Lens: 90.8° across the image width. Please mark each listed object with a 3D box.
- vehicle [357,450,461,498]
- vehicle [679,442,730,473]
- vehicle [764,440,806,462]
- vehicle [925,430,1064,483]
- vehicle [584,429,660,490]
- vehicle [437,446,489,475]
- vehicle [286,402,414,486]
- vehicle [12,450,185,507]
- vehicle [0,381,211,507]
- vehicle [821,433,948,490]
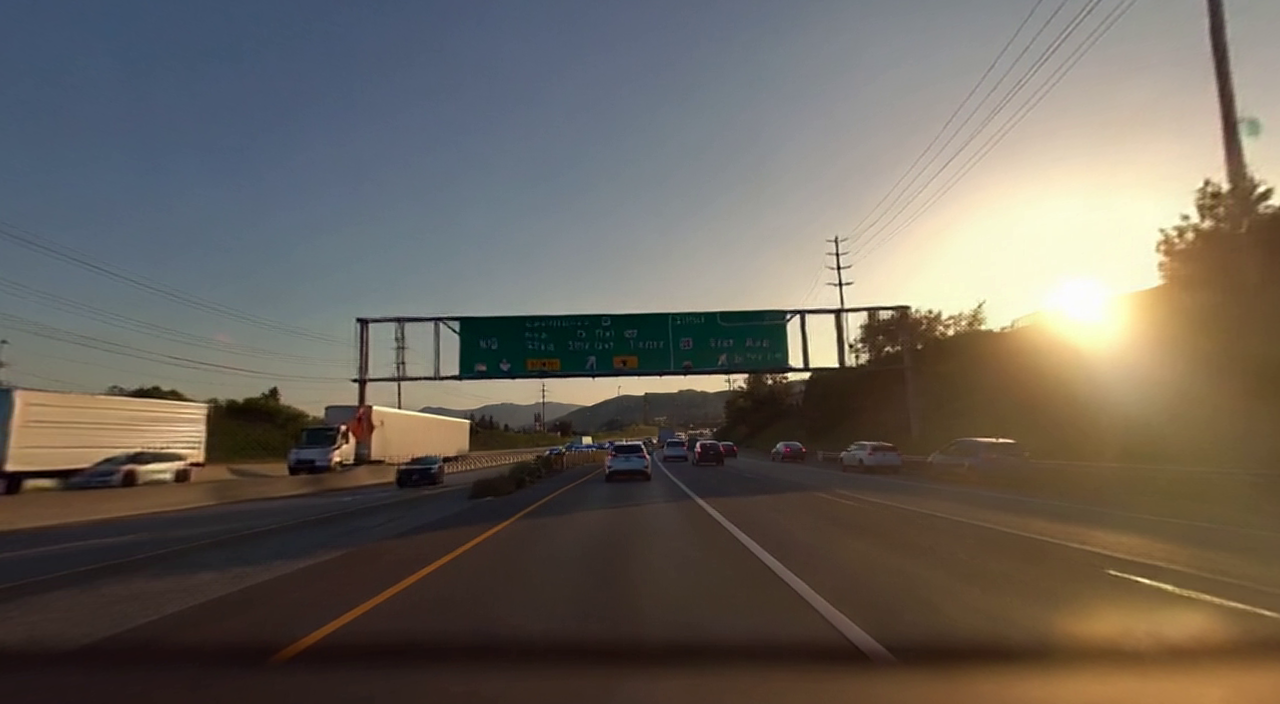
[{"bbox_3d":[-7.885,4.166,22.068,1.897,1.470,4.474,0,-8,0],"label":"vehicle"},{"bbox_3d":[3.264,5.426,32.793,1.934,1.461,4.368,0,-9,-3],"label":"vehicle"},{"bbox_3d":[10.649,7.287,46.591,1.901,1.485,4.483,0,-9,-2],"label":"vehicle"},{"bbox_3d":[11.189,3.325,20.342,1.944,1.505,4.138,0,-9,-2],"label":"vehicle"},{"bbox_3d":[-0.556,3.569,21.249,2.298,1.809,4.359,0,-8,0],"label":"vehicle"},{"bbox_3d":[-11.896,7.310,42.935,2.102,1.874,5.112,0,-8,-1],"label":"vehicle"},{"bbox_3d":[-15.368,5.021,34.406,3.032,3.968,8.215,0,-9,-1],"label":"vehicle"},{"bbox_3d":[-18.200,4.205,21.605,1.866,1.689,4.569,0,-9,0],"label":"vehicle"},{"bbox_3d":[-22.474,3.670,25.109,2.958,4.081,11.148,0,-9,0],"label":"vehicle"},{"bbox_3d":[6.989,3.180,18.618,1.958,1.473,4.201,0,-8,-1],"label":"vehicle"}]
